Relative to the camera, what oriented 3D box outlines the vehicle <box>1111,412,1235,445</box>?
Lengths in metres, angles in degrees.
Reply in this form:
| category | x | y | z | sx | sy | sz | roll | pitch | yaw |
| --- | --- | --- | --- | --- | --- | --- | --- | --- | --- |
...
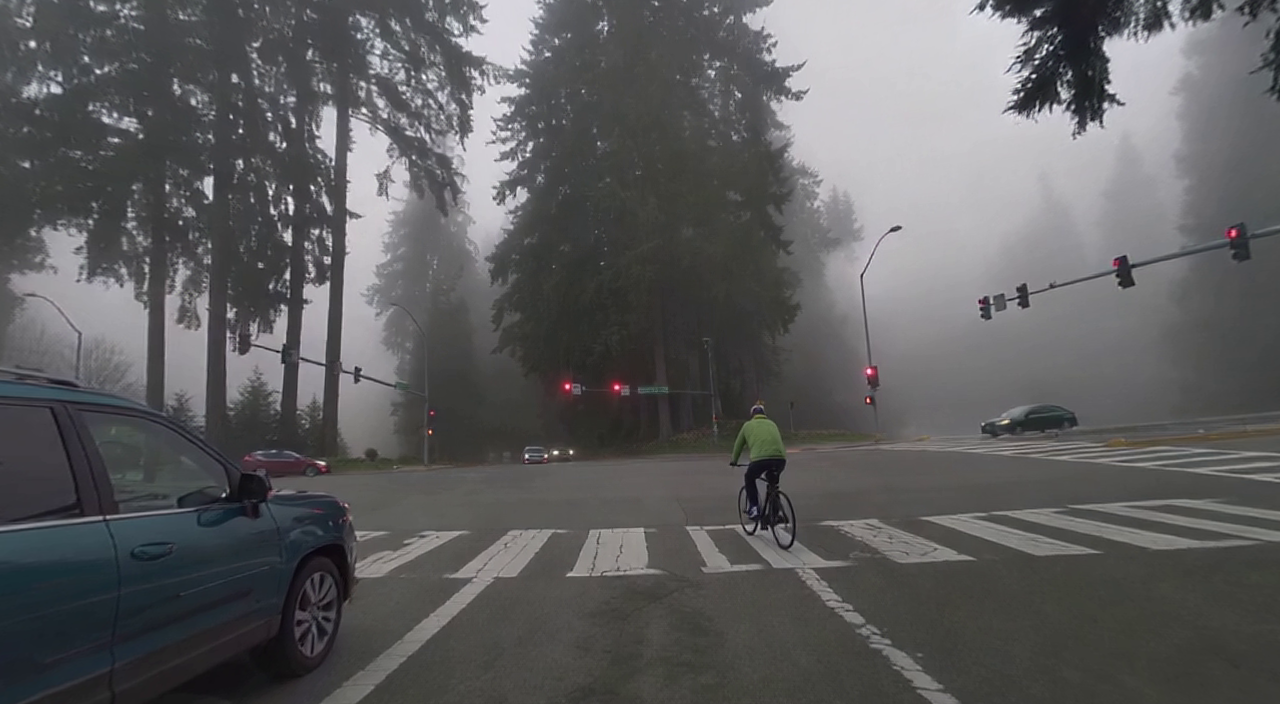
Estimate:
| category | x | y | z | sx | sy | sz | roll | pitch | yaw |
| --- | --- | --- | --- | --- | --- | --- | --- | --- | --- |
| vehicle | 25.748 | 3.731 | 30.495 | 4.716 | 1.507 | 1.904 | 2 | -9 | -11 |

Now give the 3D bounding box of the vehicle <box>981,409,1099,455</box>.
| category | x | y | z | sx | sy | sz | roll | pitch | yaw |
| --- | --- | --- | --- | --- | --- | --- | --- | --- | --- |
| vehicle | 18.578 | 3.748 | 29.376 | 4.237 | 1.948 | 1.997 | 0 | -9 | -9 |

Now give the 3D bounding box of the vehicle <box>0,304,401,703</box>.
| category | x | y | z | sx | sy | sz | roll | pitch | yaw |
| --- | --- | --- | --- | --- | --- | --- | --- | --- | --- |
| vehicle | -2.963 | 0.862 | 2.732 | 2.049 | 1.756 | 4.602 | 0 | -8 | 0 |
